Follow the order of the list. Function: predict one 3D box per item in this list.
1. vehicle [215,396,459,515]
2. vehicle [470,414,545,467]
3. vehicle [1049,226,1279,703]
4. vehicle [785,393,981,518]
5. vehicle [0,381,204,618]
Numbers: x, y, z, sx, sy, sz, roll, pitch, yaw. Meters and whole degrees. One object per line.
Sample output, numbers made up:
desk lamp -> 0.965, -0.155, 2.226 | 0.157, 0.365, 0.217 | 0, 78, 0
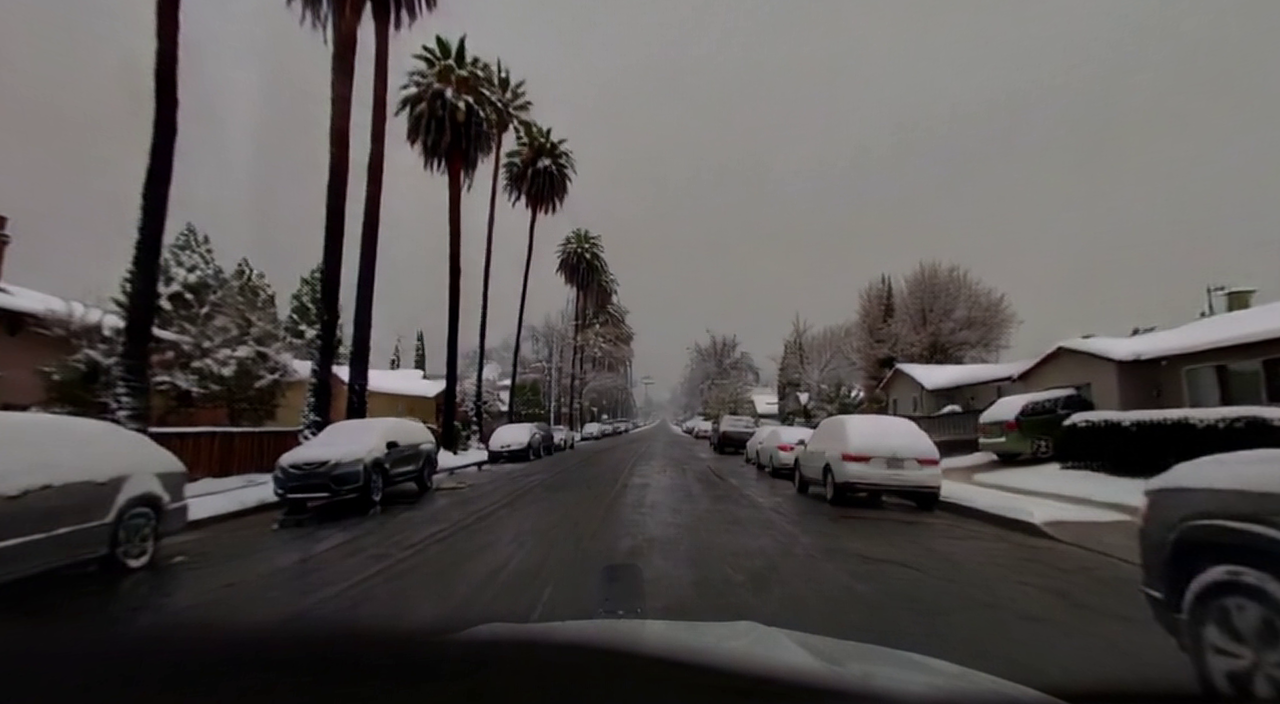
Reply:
vehicle -> -5.430, 1.969, 12.386 | 2.020, 1.819, 5.168 | 0, -8, 3
vehicle -> -5.063, 3.449, 24.654 | 1.947, 1.803, 4.381 | -2, -8, 1
vehicle -> 4.027, 0.410, 1.073 | 2.649, 2.232, 6.576 | 4, -8, 3
vehicle -> 4.271, 1.928, 12.100 | 1.964, 1.889, 4.708 | 0, -8, 1
vehicle -> -5.536, 1.085, 4.686 | 1.816, 1.697, 3.777 | 0, -8, 1
